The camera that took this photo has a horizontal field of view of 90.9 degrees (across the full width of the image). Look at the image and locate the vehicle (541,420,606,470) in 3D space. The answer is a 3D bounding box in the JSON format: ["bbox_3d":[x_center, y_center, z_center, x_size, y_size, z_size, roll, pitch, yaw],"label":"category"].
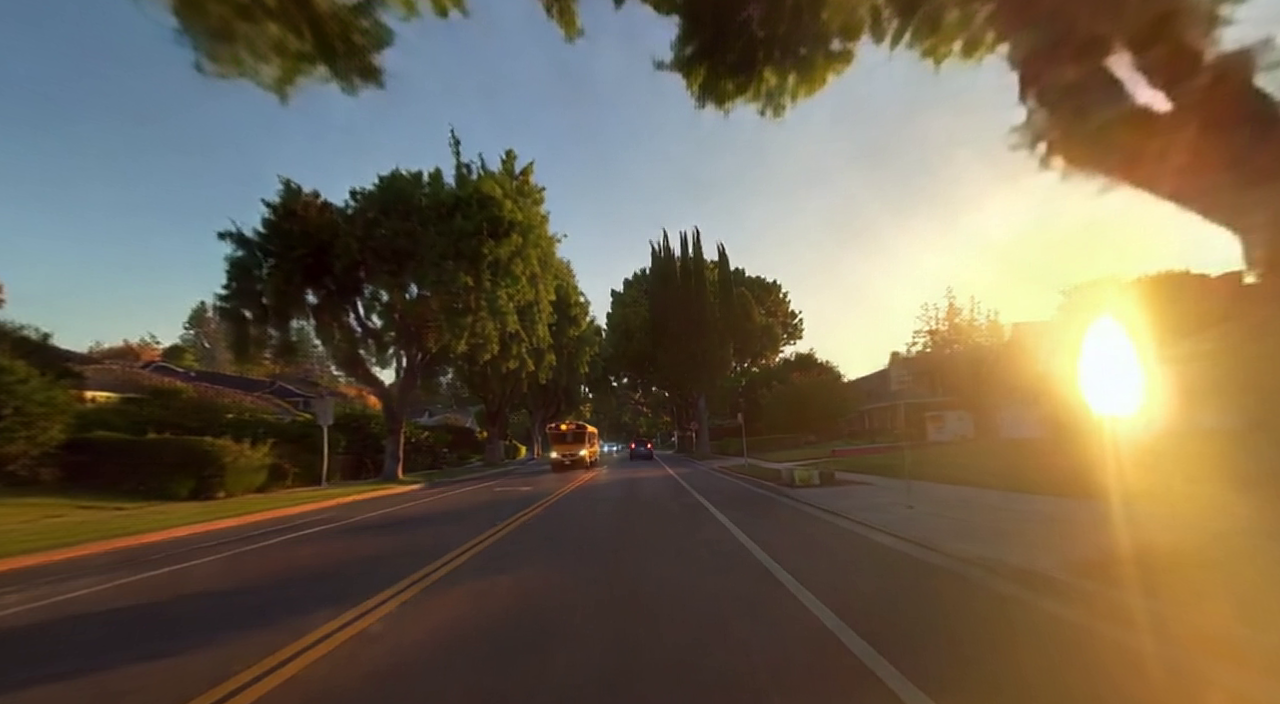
[{"bbox_3d":[-4.028,5.962,40.450,2.966,2.818,9.113,0,-8,2],"label":"vehicle"}]
